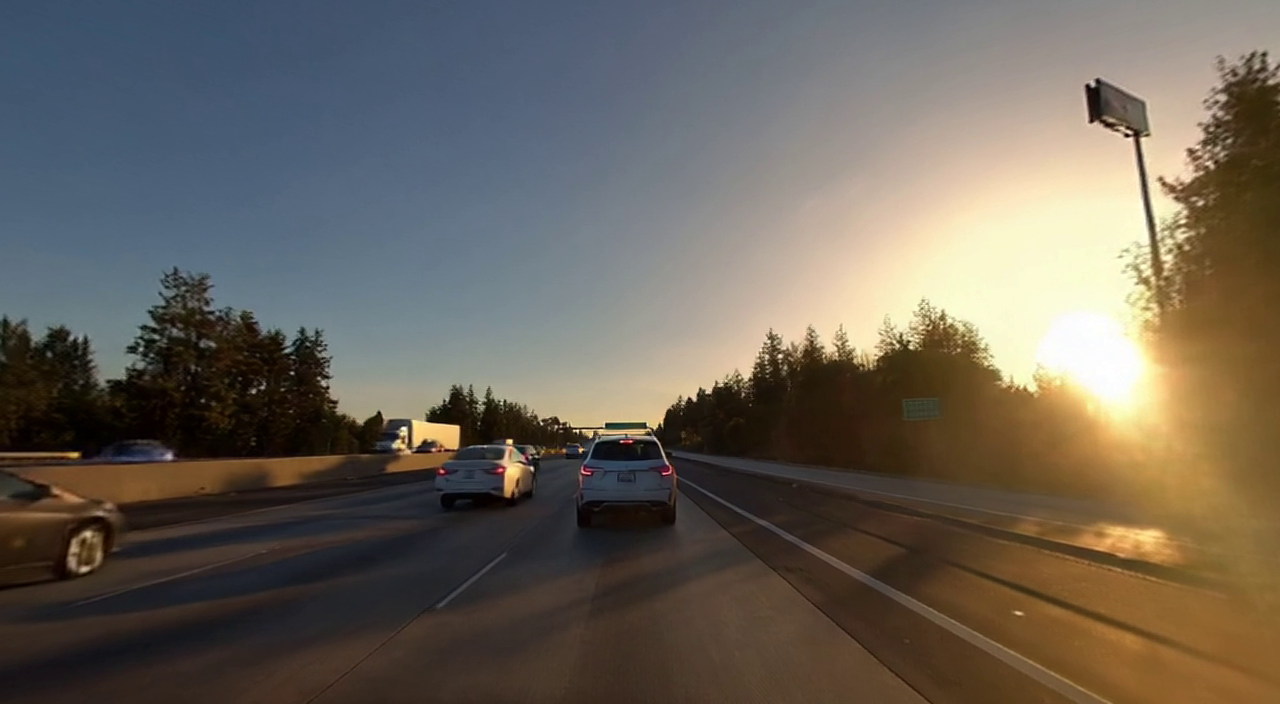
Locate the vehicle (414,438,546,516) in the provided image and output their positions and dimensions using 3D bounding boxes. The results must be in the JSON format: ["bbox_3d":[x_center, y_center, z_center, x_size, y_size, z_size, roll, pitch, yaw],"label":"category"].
[{"bbox_3d":[-3.515,2.823,14.788,1.889,1.522,4.465,0,-9,1],"label":"vehicle"}]

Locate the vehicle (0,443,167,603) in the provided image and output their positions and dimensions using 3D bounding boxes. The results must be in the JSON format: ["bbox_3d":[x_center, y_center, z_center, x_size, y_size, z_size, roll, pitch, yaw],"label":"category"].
[{"bbox_3d":[-6.879,1.523,5.411,1.892,1.468,4.792,0,-9,0],"label":"vehicle"}]

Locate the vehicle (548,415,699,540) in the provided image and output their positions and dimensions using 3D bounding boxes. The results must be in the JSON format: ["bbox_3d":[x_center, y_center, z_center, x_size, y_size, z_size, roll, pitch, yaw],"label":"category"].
[{"bbox_3d":[-0.263,2.136,11.348,2.127,1.749,4.776,0,-9,-1],"label":"vehicle"}]
